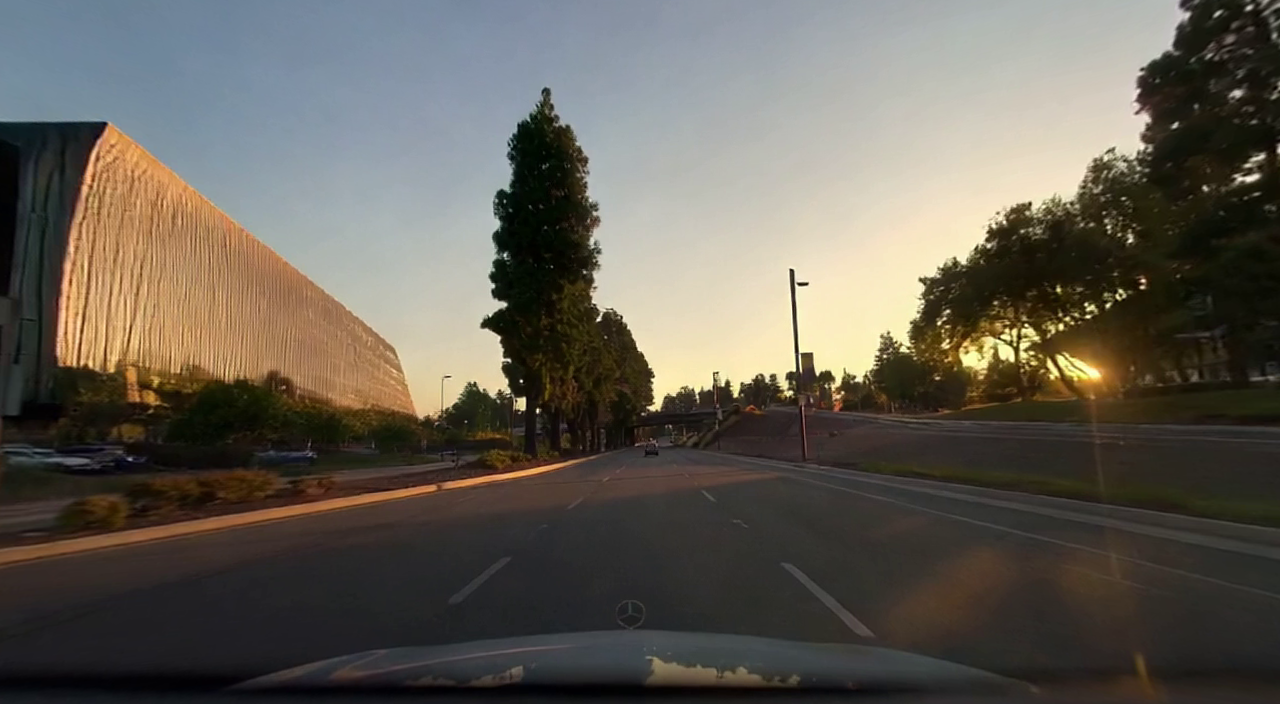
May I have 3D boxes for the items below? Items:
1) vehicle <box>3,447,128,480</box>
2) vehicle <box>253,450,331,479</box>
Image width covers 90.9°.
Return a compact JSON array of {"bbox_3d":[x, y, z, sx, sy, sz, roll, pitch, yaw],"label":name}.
[{"bbox_3d":[-30.608,5.911,33.723,1.797,1.621,4.454,-4,-10,30],"label":"vehicle"},{"bbox_3d":[-21.445,6.929,39.146,1.945,1.481,5.005,-3,-8,1],"label":"vehicle"}]
